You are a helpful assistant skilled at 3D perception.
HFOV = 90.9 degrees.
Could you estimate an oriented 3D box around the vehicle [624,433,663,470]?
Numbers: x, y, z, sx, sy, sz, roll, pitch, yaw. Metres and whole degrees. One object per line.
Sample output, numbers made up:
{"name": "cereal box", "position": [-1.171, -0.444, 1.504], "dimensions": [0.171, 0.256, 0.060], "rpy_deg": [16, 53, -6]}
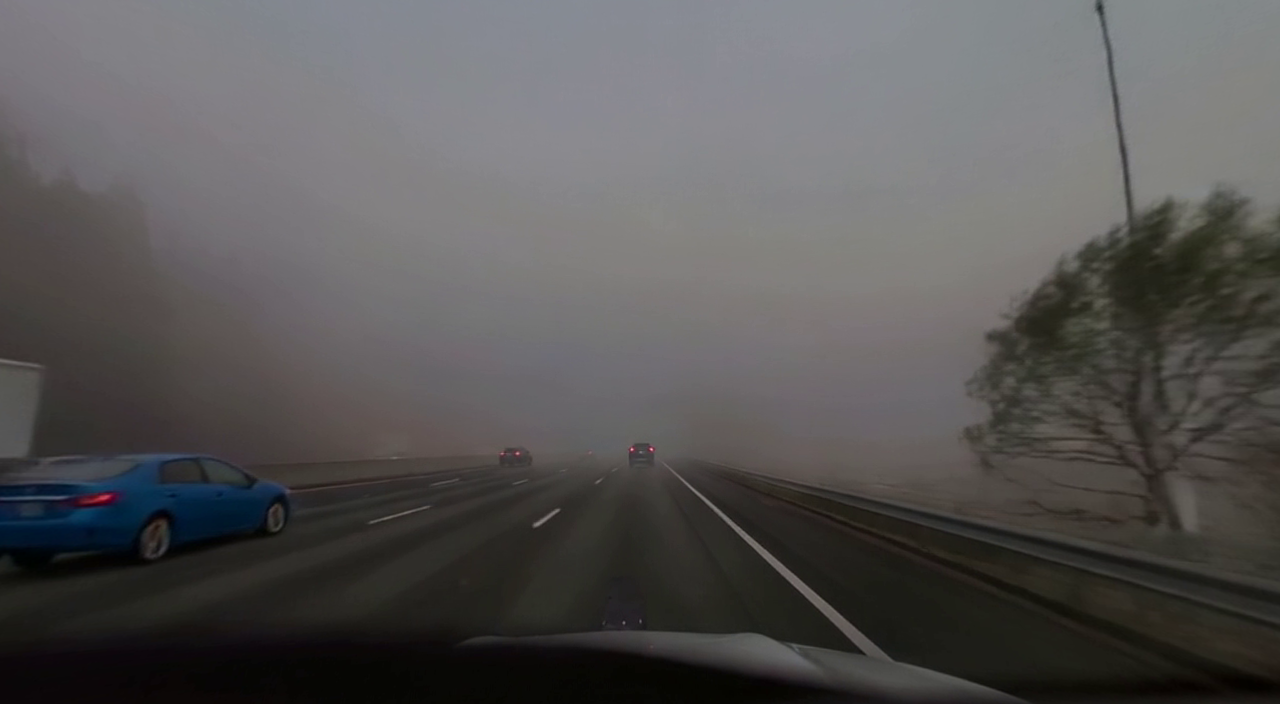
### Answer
{"name": "vehicle", "position": [0.186, 6.253, 39.705], "dimensions": [2.318, 2.145, 4.561], "rpy_deg": [0, -8, 0]}

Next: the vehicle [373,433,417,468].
{"name": "vehicle", "position": [-16.658, 6.709, 43.009], "dimensions": [1.677, 2.162, 3.235], "rpy_deg": [-4, -9, 2]}

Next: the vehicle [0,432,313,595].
{"name": "vehicle", "position": [-6.624, 1.914, 8.431], "dimensions": [2.116, 1.570, 4.377], "rpy_deg": [0, -8, 1]}
